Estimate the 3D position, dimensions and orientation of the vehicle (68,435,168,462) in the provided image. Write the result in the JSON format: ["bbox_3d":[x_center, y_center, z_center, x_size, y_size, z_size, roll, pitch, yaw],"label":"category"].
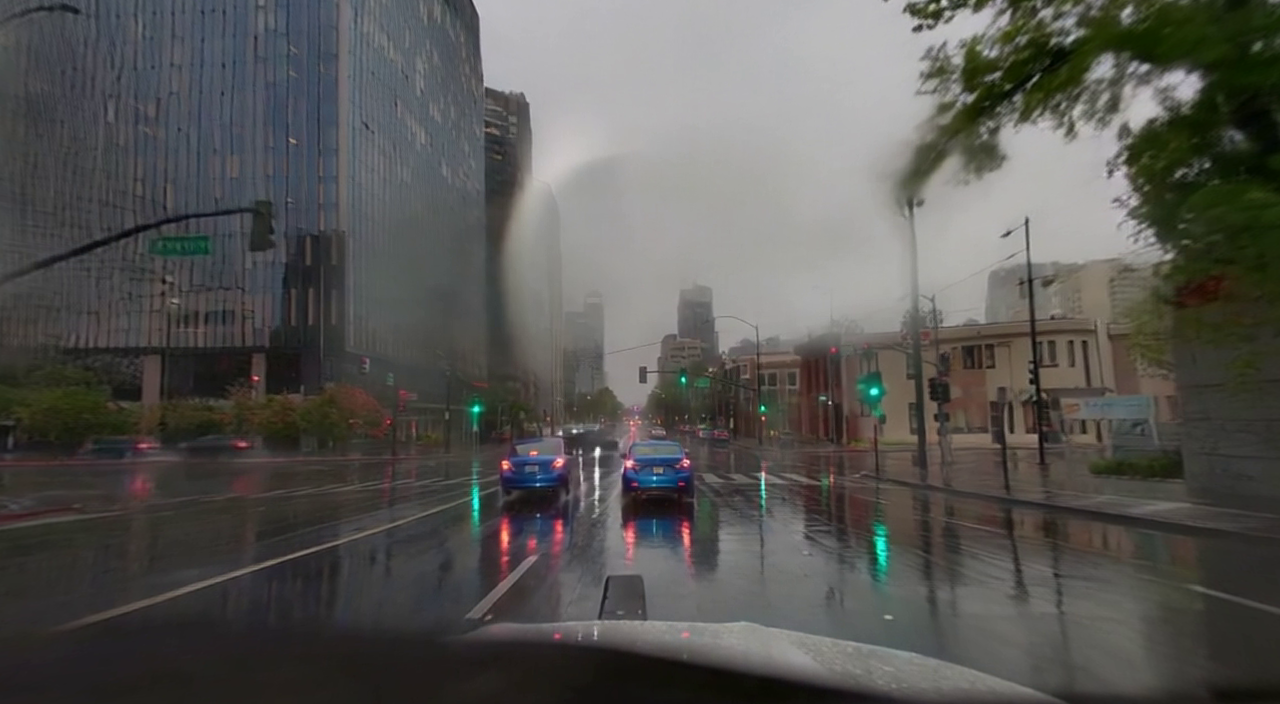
[{"bbox_3d":[-34.448,6.392,41.864,4.410,1.656,2.302,2,-9,-12],"label":"vehicle"}]

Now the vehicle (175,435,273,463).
[{"bbox_3d":[-26.298,6.142,40.111,4.694,1.677,1.847,2,-9,-13],"label":"vehicle"}]

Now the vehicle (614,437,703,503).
[{"bbox_3d":[0.429,2.972,16.306,2.016,1.478,3.795,0,-9,0],"label":"vehicle"}]

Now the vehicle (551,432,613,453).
[{"bbox_3d":[-4.408,6.827,47.763,4.533,1.520,1.887,1,-9,-9],"label":"vehicle"}]

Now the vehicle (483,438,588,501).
[{"bbox_3d":[-2.683,3.159,17.393,1.995,1.479,4.627,0,-9,1],"label":"vehicle"}]
